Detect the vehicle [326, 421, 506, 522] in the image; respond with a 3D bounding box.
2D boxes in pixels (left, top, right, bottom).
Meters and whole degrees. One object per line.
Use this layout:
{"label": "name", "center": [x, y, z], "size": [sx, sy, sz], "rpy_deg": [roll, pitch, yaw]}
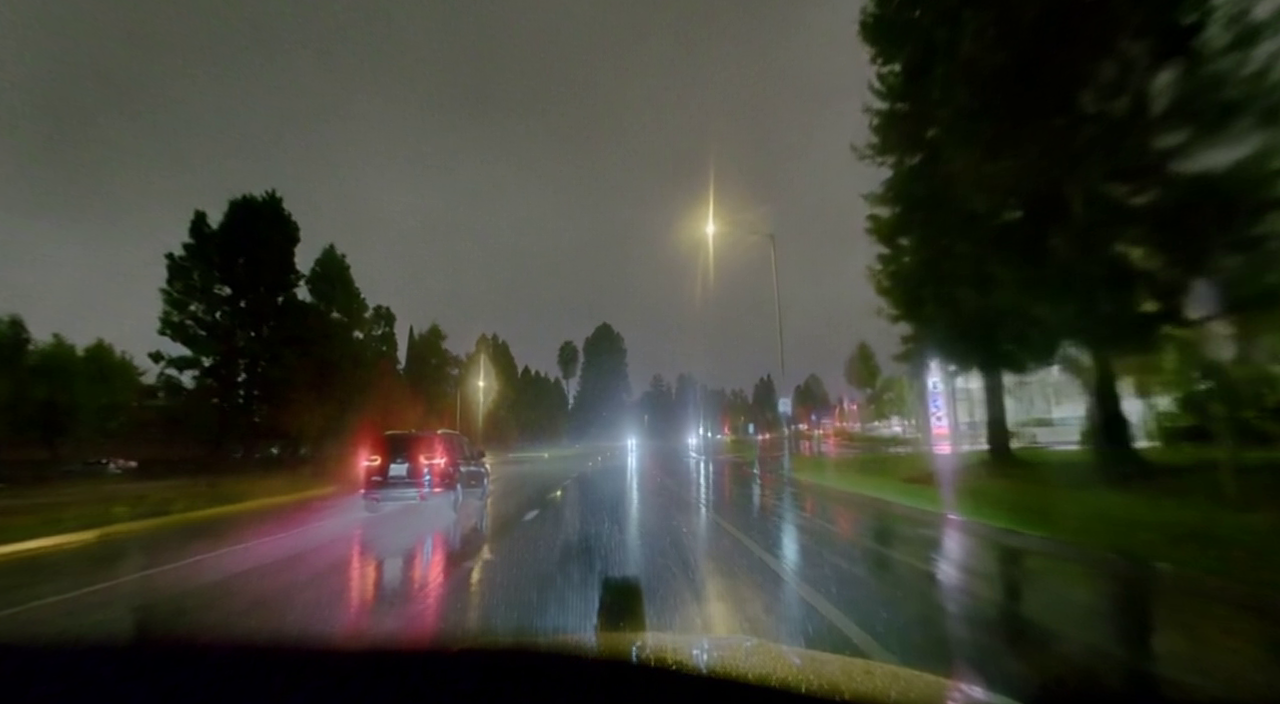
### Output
{"label": "vehicle", "center": [-4.337, 2.388, 13.152], "size": [2.121, 1.724, 4.392], "rpy_deg": [0, -9, 0]}
